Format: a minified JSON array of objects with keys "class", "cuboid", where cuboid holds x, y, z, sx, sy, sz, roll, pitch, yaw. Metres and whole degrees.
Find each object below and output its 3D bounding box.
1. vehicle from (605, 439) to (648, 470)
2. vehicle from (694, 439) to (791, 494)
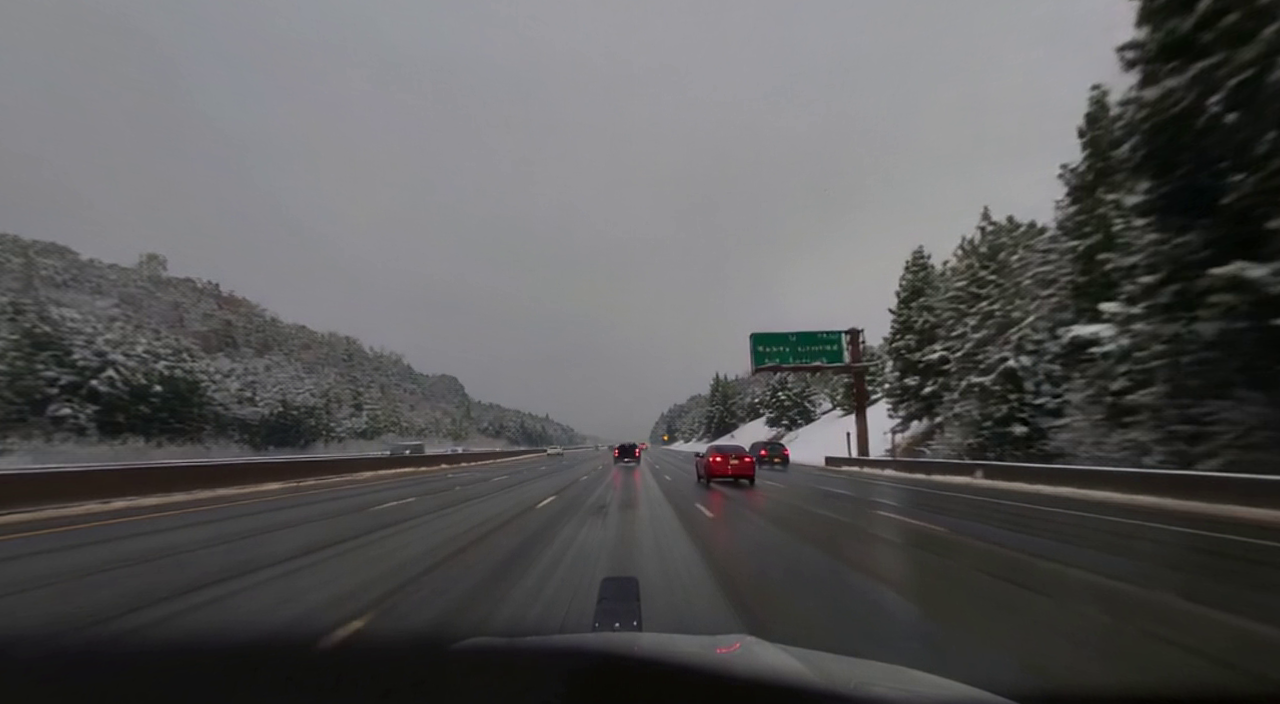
[{"class":"vehicle","cuboid":[-0.756,5.809,35.968,2.277,1.675,4.023,0,-8,-1]},{"class":"vehicle","cuboid":[3.032,3.511,19.803,2.120,1.492,4.734,0,-8,-2]}]
